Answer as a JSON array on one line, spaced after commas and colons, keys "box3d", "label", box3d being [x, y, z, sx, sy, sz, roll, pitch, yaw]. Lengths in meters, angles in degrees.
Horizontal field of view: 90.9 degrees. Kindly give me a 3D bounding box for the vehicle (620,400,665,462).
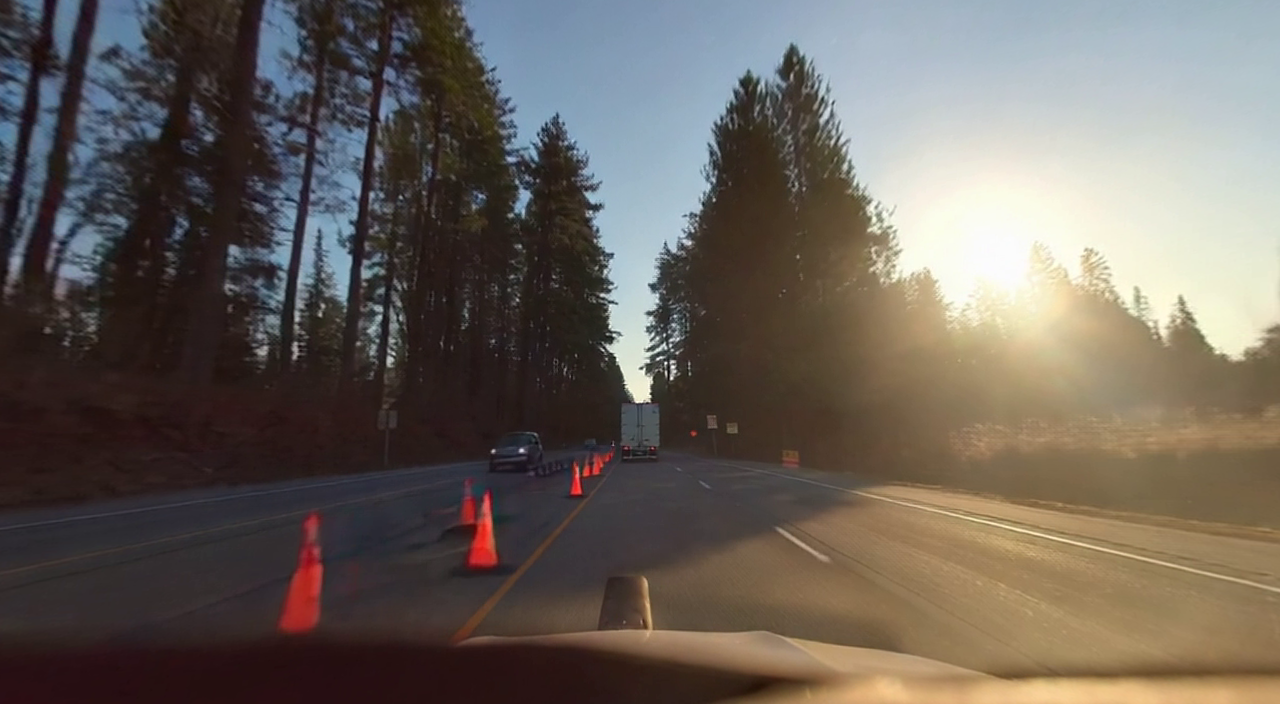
[{"box3d": [-0.022, 5.975, 46.973, 2.935, 4.068, 11.036, 0, -8, -2], "label": "vehicle"}]
